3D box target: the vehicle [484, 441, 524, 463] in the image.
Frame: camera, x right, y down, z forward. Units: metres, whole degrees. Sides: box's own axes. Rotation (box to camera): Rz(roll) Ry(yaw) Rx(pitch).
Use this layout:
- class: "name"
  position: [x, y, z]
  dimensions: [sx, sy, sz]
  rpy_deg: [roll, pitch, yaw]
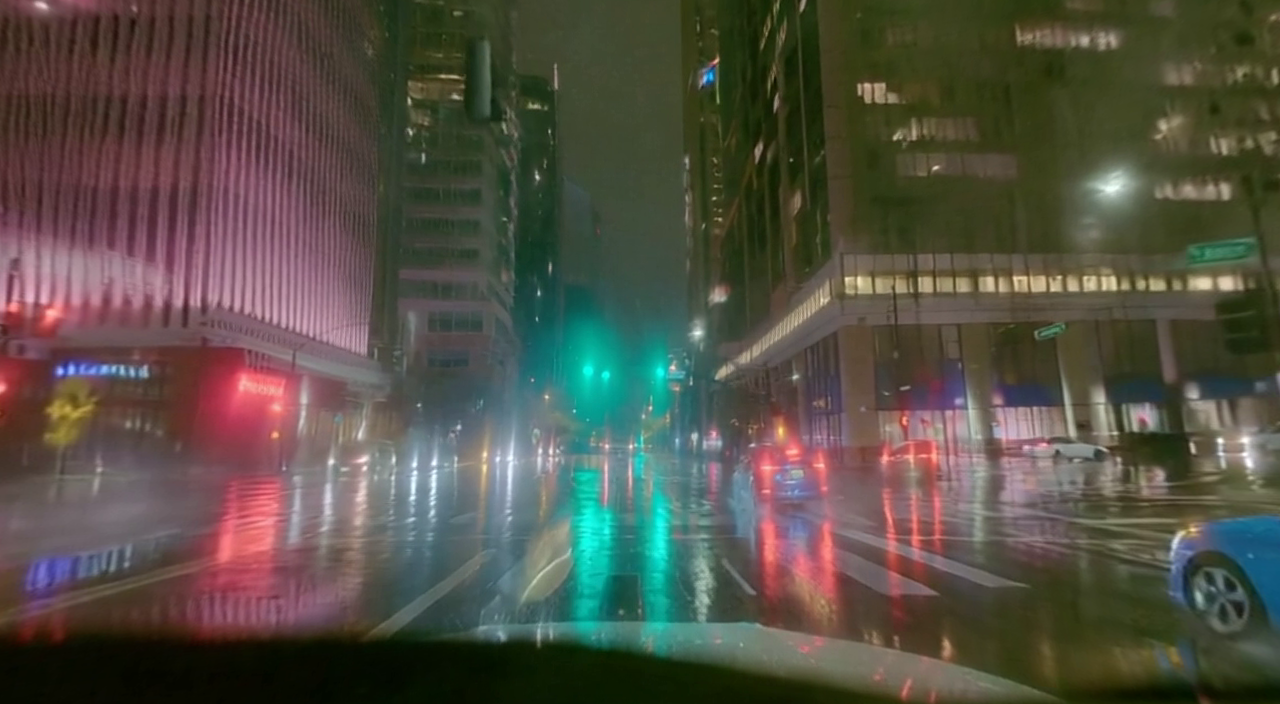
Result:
- class: "vehicle"
  position: [-10.216, 7.531, 47.720]
  dimensions: [1.965, 1.527, 4.703]
  rpy_deg: [0, -9, 0]

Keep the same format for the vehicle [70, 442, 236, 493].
- class: "vehicle"
  position: [-16.445, 3.910, 21.745]
  dimensions: [1.877, 1.508, 4.760]
  rpy_deg: [0, -9, 0]

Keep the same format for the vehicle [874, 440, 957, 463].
- class: "vehicle"
  position: [18.935, 6.840, 43.501]
  dimensions: [4.862, 1.495, 1.956]
  rpy_deg: [1, -9, -7]

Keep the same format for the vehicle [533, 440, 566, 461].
- class: "vehicle"
  position: [-7.108, 7.797, 49.902]
  dimensions: [2.009, 1.488, 4.277]
  rpy_deg: [-2, -8, -1]

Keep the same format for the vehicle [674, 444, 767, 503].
- class: "vehicle"
  position: [2.210, 3.484, 18.580]
  dimensions: [1.987, 1.484, 4.427]
  rpy_deg: [0, -9, -2]

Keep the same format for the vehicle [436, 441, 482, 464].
- class: "vehicle"
  position: [-13.213, 7.369, 46.338]
  dimensions: [2.048, 1.609, 4.477]
  rpy_deg: [0, -9, 0]

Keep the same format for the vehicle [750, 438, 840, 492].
- class: "vehicle"
  position: [5.472, 4.040, 22.950]
  dimensions: [2.015, 1.745, 4.444]
  rpy_deg: [0, -9, -2]

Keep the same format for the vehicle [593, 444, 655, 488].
- class: "vehicle"
  position: [-0.599, 4.171, 23.484]
  dimensions: [2.096, 1.457, 4.160]
  rpy_deg: [0, -9, -1]

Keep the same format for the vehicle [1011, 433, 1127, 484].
- class: "vehicle"
  position: [16.795, 4.124, 24.674]
  dimensions: [4.640, 1.794, 2.008]
  rpy_deg: [6, -11, -34]

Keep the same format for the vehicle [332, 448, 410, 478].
- class: "vehicle"
  position: [-12.960, 5.360, 30.762]
  dimensions: [1.939, 1.326, 4.340]
  rpy_deg: [0, -9, 0]

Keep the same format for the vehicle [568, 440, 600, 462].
- class: "vehicle"
  position: [-4.310, 7.701, 49.491]
  dimensions: [2.113, 1.564, 4.359]
  rpy_deg: [-2, -8, 0]

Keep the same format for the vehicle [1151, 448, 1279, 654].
- class: "vehicle"
  position: [5.653, 1.253, 3.350]
  dimensions: [1.914, 1.484, 4.639]
  rpy_deg: [0, -9, -1]
